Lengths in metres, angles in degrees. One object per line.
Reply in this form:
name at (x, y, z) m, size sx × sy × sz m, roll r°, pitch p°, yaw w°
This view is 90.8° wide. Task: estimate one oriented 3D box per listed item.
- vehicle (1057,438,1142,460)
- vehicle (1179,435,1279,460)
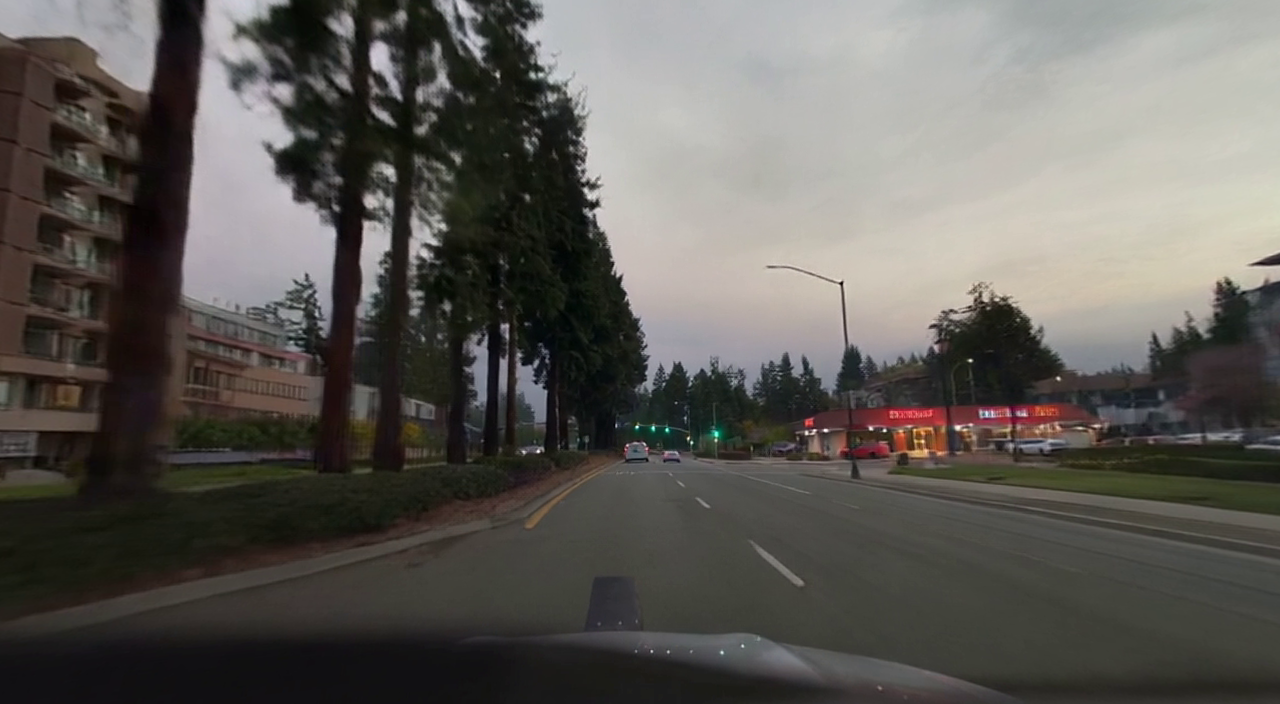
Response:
vehicle at (34.742, 7.335, 47.892) m, size 1.853 × 1.552 × 4.707 m, roll 4°, pitch -9°, yaw -30°
vehicle at (40.370, 6.526, 43.273) m, size 1.962 × 1.620 × 4.755 m, roll 5°, pitch -9°, yaw -29°
